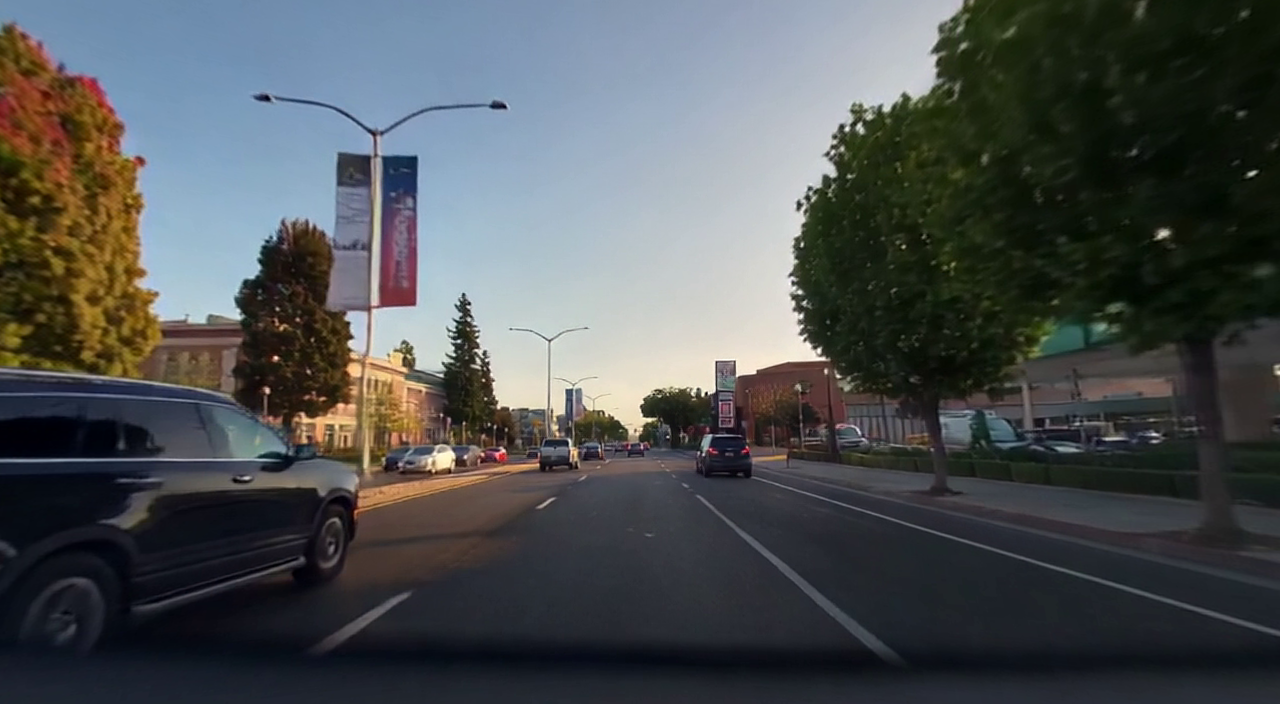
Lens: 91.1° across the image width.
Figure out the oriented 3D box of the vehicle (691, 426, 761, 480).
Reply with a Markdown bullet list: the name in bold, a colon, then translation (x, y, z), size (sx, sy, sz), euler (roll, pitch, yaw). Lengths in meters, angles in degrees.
- **vehicle**: translation (3.281, 3.941, 24.789), size (2.024, 1.921, 4.431), euler (0, -8, -2)

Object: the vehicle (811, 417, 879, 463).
- **vehicle**: translation (15.767, 6.882, 49.059), size (2.642, 3.252, 8.515), euler (1, -8, 1)

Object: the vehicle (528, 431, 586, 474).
- **vehicle**: translation (-3.638, 4.477, 28.235), size (2.014, 1.775, 4.404), euler (0, -8, 0)

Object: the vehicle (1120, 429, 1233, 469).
- **vehicle**: translation (26.945, 4.877, 31.619), size (3.820, 1.818, 1.962), euler (-2, -8, -1)

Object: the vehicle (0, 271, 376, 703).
- **vehicle**: translation (-3.599, 0.797, 3.423), size (2.210, 1.925, 4.838), euler (0, -8, 0)

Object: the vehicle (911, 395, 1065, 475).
- **vehicle**: translation (15.852, 3.972, 29.406), size (2.919, 3.125, 7.218), euler (2, -9, -1)
